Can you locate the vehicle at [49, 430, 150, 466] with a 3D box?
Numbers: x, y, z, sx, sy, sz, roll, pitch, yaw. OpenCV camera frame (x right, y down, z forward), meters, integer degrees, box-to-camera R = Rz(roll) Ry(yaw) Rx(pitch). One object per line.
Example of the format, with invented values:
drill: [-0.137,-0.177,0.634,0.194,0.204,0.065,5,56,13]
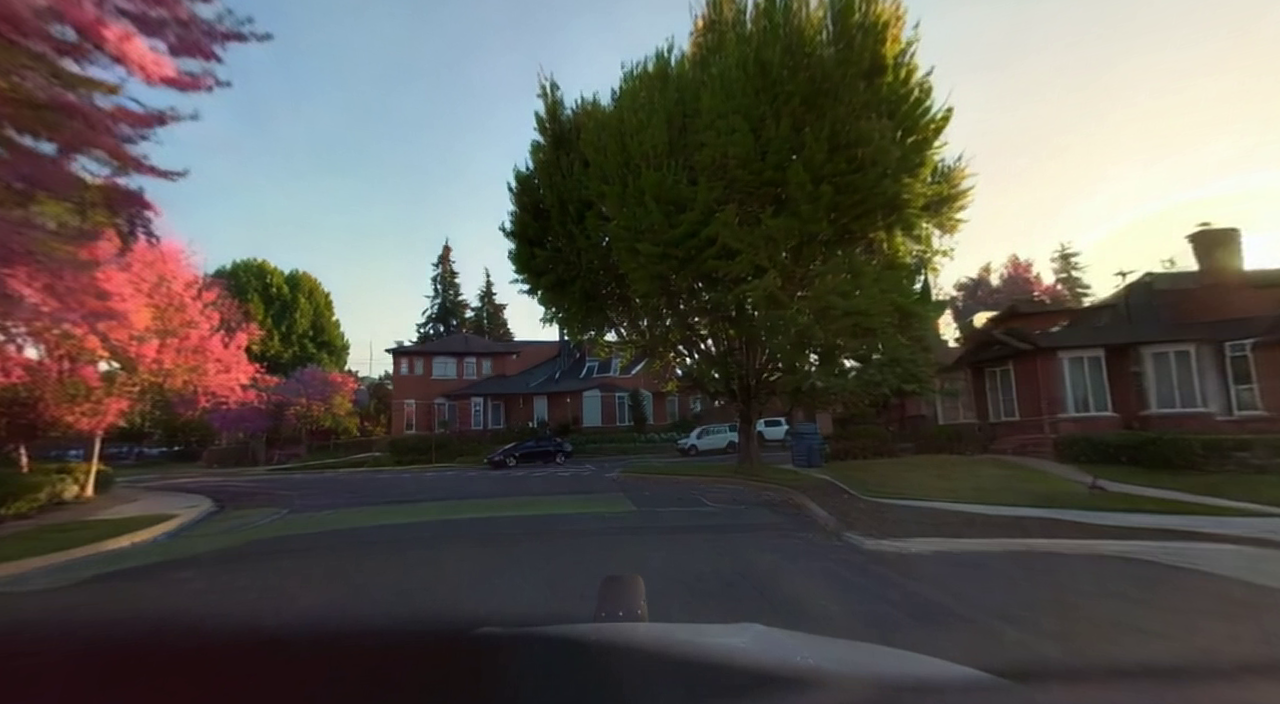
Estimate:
vehicle: [-27.644,4.898,32.337,4.237,1.728,2.203,-4,-9,25]

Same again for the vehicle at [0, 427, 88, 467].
vehicle: [-28.638,4.449,29.610,3.913,1.785,2.147,-2,-9,14]

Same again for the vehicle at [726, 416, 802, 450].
vehicle: [6.965,4.559,35.140,2.152,1.773,4.495,-7,-11,40]

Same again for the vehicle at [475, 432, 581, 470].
vehicle: [-5.580,5.014,31.984,4.815,1.827,2.147,-1,-9,8]

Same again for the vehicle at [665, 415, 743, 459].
vehicle: [3.651,4.696,35.474,2.310,1.701,4.280,1,2,40]
